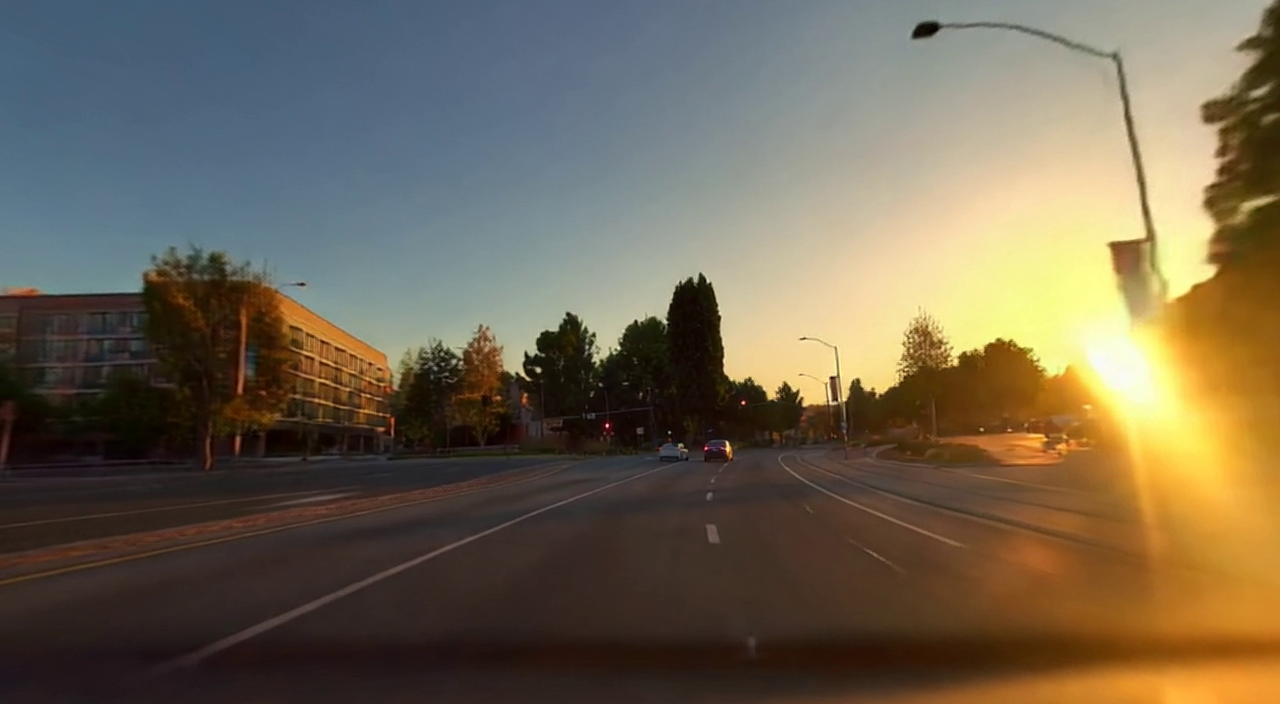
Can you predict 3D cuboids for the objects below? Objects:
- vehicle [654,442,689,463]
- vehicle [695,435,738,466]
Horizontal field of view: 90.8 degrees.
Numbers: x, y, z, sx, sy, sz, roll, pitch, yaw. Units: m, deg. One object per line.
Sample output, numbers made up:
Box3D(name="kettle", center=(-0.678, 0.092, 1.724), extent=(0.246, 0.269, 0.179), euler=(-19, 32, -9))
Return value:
Box3D(name="vehicle", center=(2.456, 7.650, 48.262), extent=(1.952, 1.472, 4.312), euler=(-2, -9, 12))
Box3D(name="vehicle", center=(5.096, 6.462, 41.477), extent=(2.356, 1.931, 4.840), euler=(-2, -9, 11))
